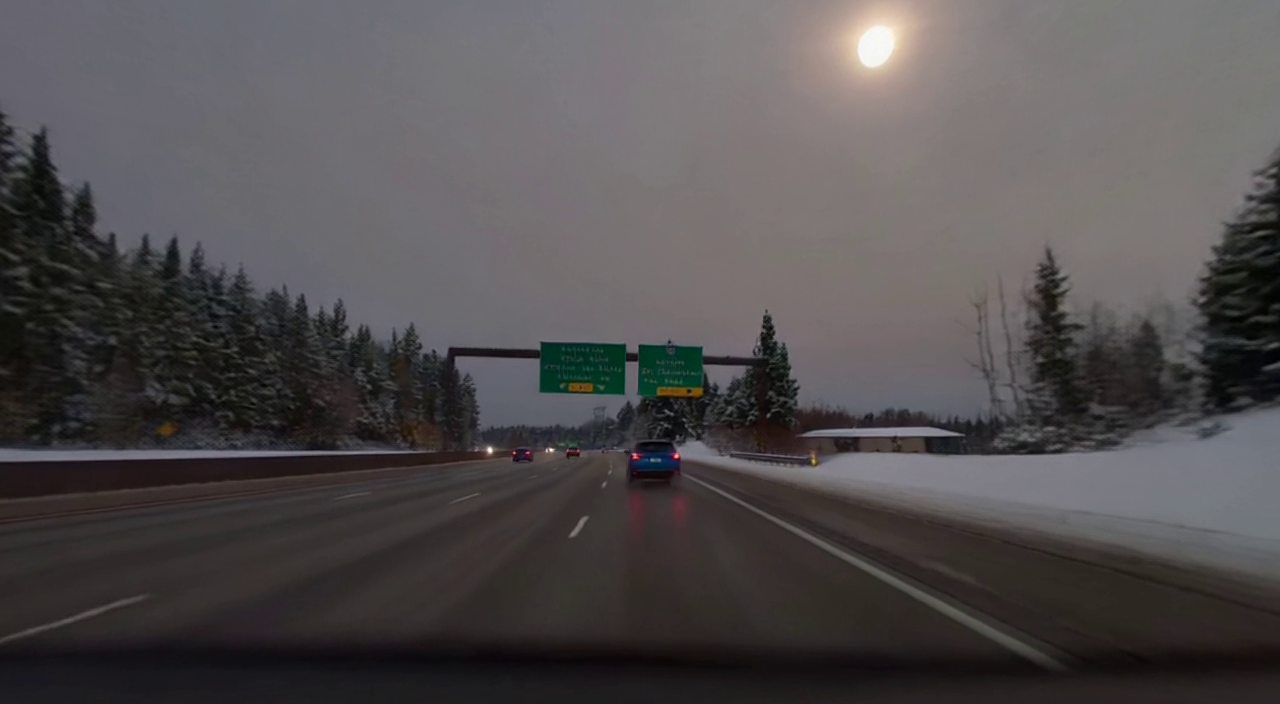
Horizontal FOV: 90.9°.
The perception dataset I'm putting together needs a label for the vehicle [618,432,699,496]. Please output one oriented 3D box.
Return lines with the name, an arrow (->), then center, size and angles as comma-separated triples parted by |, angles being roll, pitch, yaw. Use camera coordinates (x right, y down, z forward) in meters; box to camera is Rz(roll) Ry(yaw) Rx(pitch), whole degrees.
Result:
vehicle -> 0.441, 3.343, 19.205 | 2.120, 1.706, 4.226 | 1, -8, -3
